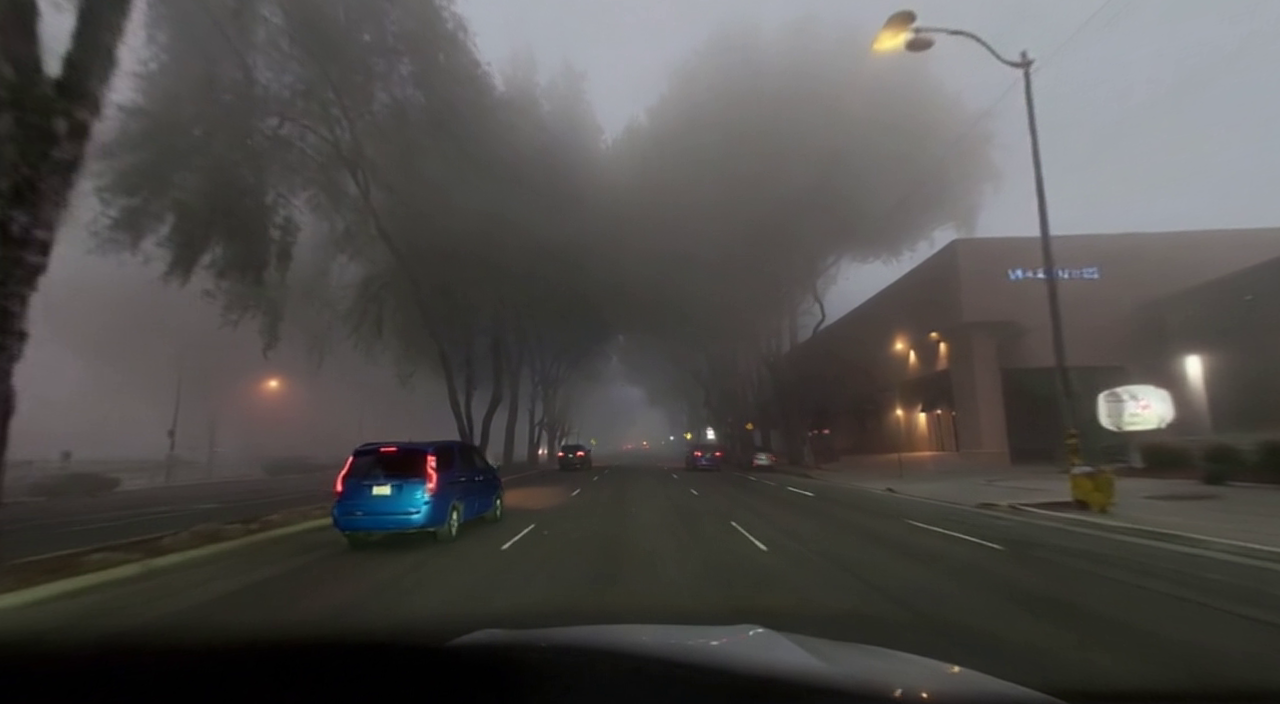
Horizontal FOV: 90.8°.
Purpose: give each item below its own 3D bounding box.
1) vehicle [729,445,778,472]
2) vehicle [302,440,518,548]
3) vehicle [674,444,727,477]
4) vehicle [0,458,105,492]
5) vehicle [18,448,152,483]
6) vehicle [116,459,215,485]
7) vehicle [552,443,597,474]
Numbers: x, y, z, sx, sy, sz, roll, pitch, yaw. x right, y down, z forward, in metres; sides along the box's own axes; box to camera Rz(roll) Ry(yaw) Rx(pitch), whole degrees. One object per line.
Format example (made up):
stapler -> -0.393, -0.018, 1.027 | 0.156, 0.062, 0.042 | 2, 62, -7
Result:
vehicle -> 6.592, 6.224, 37.180 | 1.896, 1.479, 4.416 | 0, -9, -2
vehicle -> -3.574, 2.279, 10.893 | 2.060, 1.466, 4.387 | 0, -9, 0
vehicle -> 2.824, 5.216, 30.672 | 1.961, 1.482, 4.538 | 0, -9, -2
vehicle -> -29.109, 6.014, 31.000 | 3.907, 1.533, 1.829 | 0, -9, -1
vehicle -> -29.454, 6.035, 33.651 | 4.987, 1.709, 2.267 | -1, -9, 2
vehicle -> -29.415, 7.428, 39.253 | 4.604, 1.498, 1.899 | 0, -9, 1
vehicle -> -3.890, 6.386, 38.108 | 2.145, 1.694, 4.642 | 0, -9, 1
